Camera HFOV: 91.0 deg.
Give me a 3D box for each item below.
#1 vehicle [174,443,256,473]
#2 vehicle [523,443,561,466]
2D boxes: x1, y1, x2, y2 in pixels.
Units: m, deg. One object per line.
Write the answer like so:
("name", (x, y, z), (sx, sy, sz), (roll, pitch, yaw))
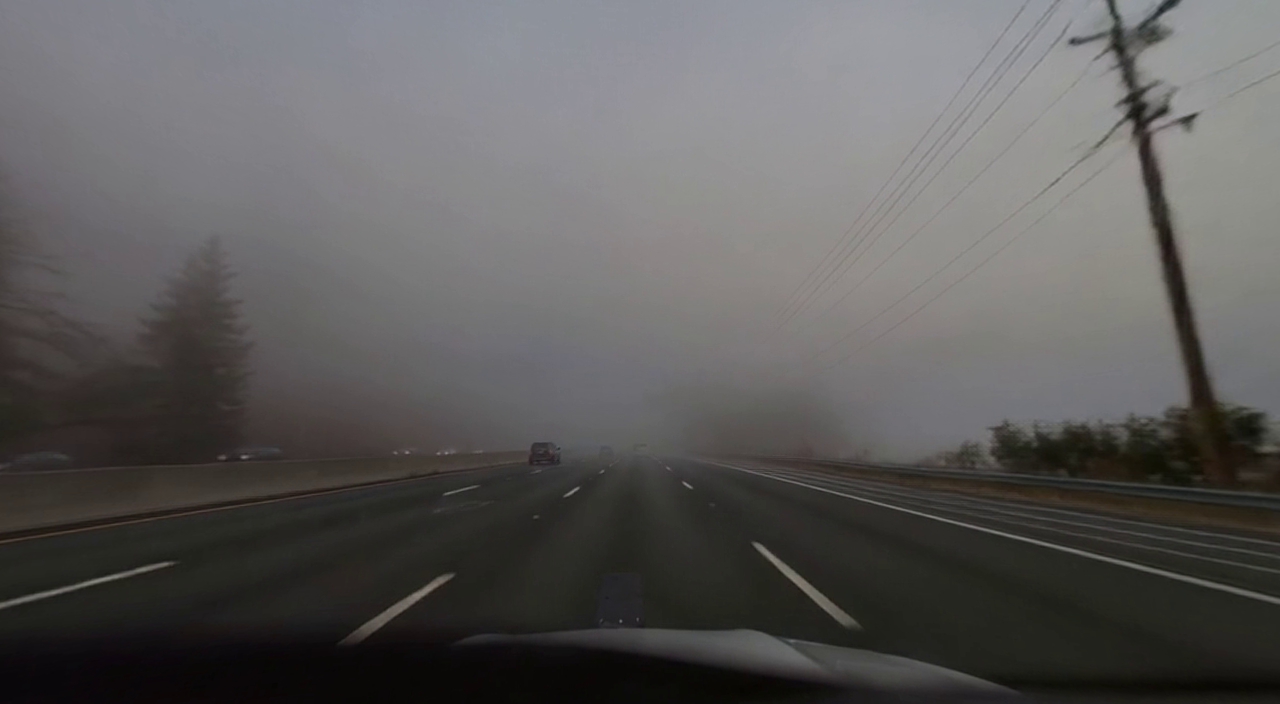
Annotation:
("vehicle", (-26.179, 6.549, 38.987), (1.962, 1.701, 4.482), (0, -9, 0))
("vehicle", (-7.104, 7.487, 46.068), (2.034, 1.563, 4.476), (0, -9, 1))
